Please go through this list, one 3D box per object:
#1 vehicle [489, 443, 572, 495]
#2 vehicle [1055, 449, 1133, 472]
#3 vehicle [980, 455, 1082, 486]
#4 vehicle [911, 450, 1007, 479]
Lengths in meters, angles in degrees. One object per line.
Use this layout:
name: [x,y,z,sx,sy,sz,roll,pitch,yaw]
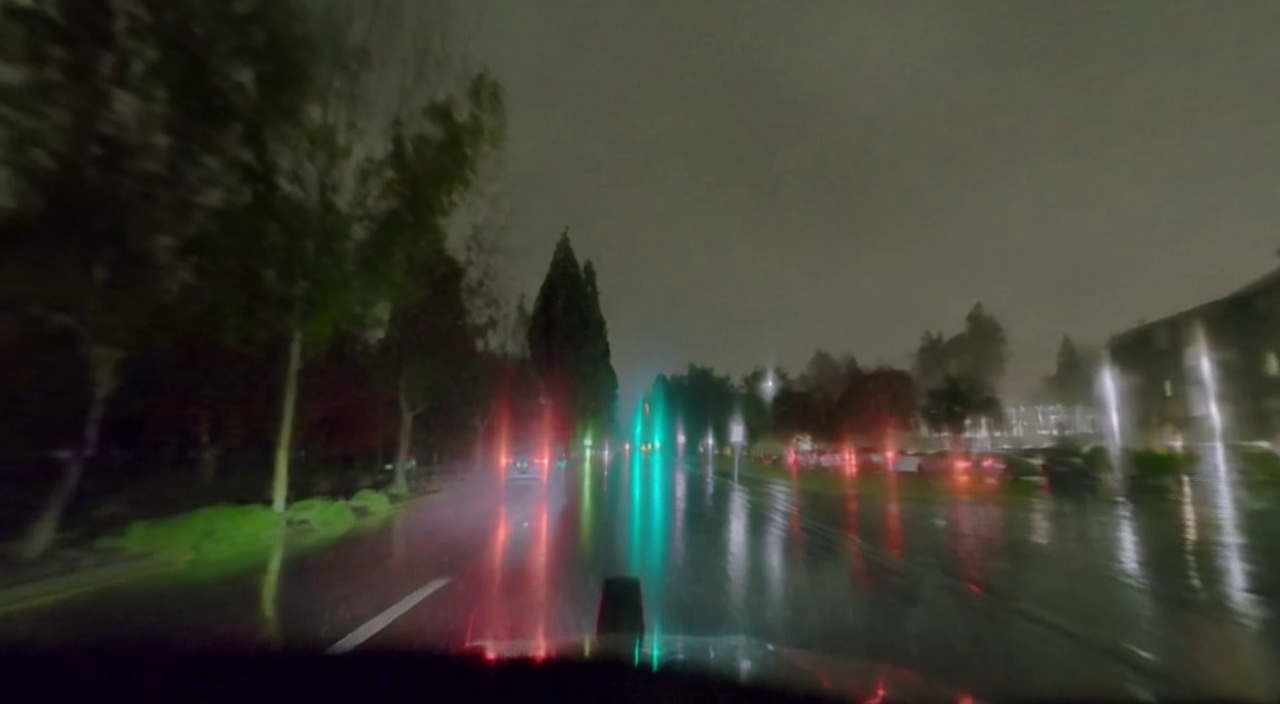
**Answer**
vehicle: [-3.556,3.871,21.265,2.030,1.550,3.925,0,-9,1]
vehicle: [30.853,7.360,42.931,4.170,1.438,1.948,2,-9,-14]
vehicle: [19.363,5.859,31.376,3.870,1.459,1.869,1,-9,-6]
vehicle: [18.399,6.501,36.552,4.520,1.557,2.056,1,-9,-7]
